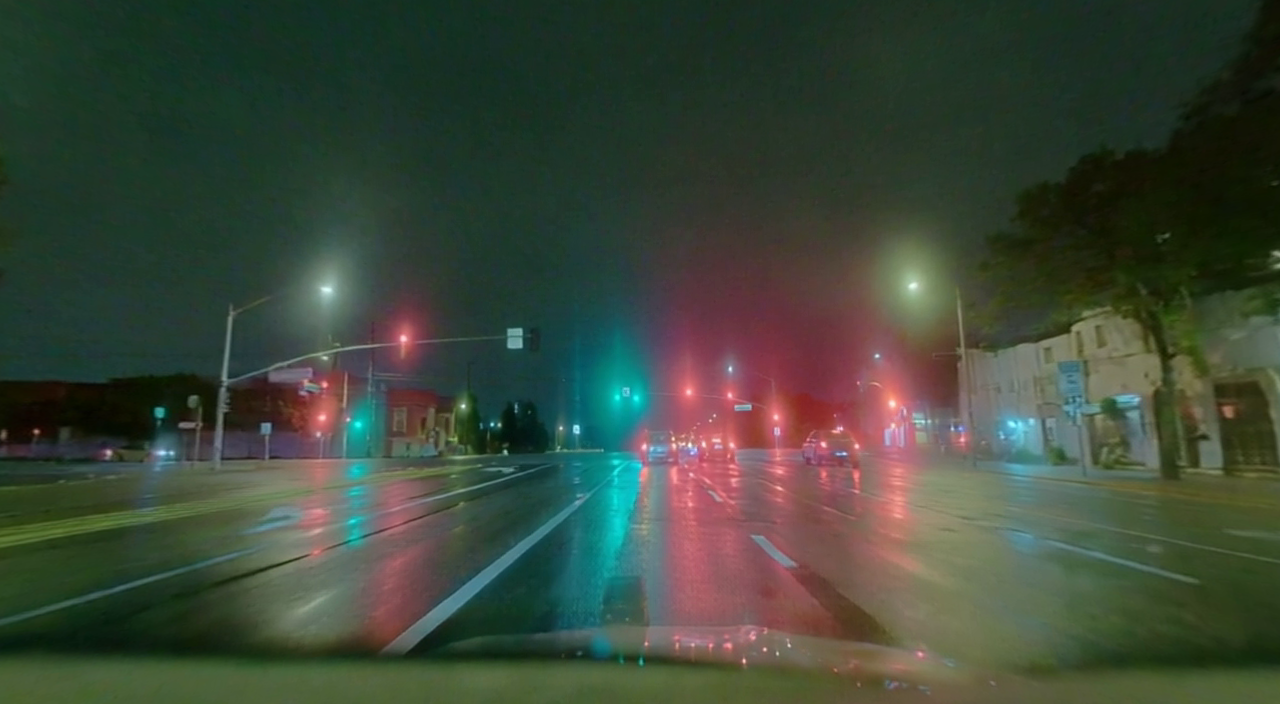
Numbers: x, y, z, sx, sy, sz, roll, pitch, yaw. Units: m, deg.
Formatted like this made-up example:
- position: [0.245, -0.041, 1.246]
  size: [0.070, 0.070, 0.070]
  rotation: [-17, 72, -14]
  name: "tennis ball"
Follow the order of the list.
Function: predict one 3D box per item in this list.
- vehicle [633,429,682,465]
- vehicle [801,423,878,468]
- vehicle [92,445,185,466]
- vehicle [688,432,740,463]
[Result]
- position: [0.785, 4.414, 29.243]
  size: [2.099, 1.516, 4.681]
  rotation: [0, -8, 1]
  name: "vehicle"
- position: [9.039, 4.285, 29.077]
  size: [2.132, 1.892, 4.851]
  rotation: [-1, -8, 3]
  name: "vehicle"
- position: [-34.130, 7.048, 43.005]
  size: [4.448, 1.422, 1.890]
  rotation: [2, -9, -12]
  name: "vehicle"
- position: [3.598, 4.766, 31.442]
  size: [1.994, 1.436, 4.169]
  rotation: [0, -8, -1]
  name: "vehicle"
